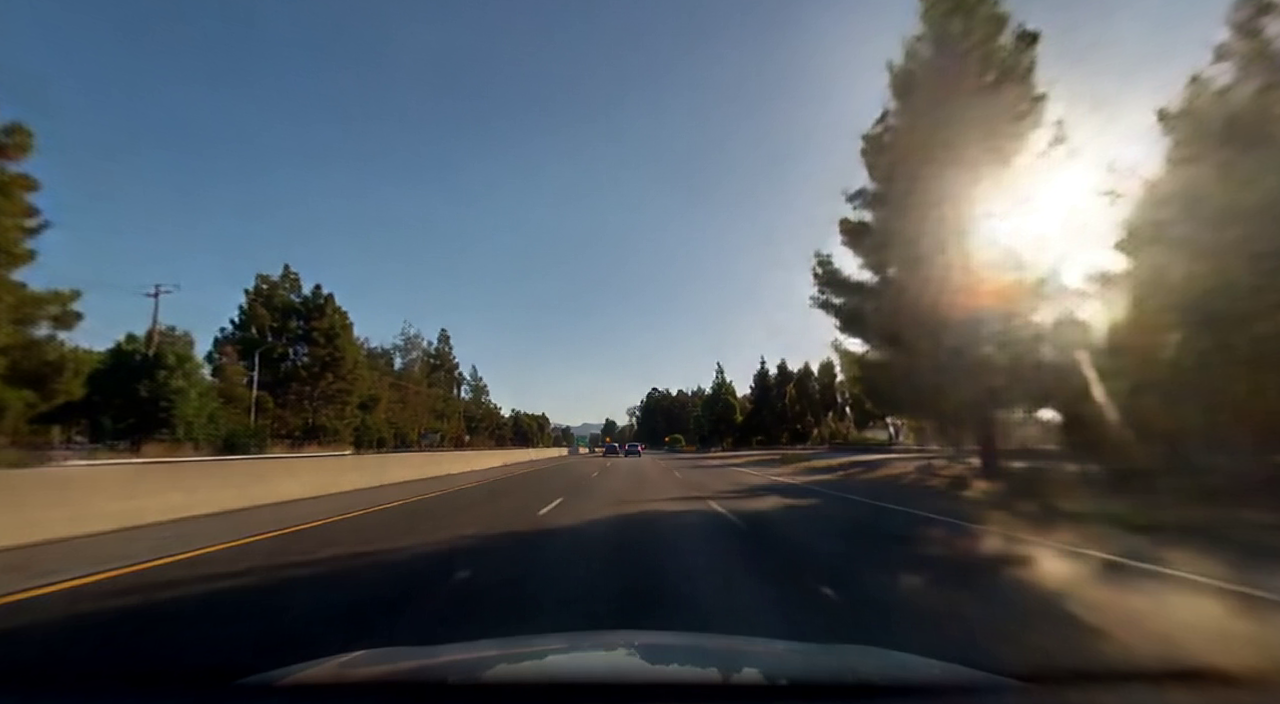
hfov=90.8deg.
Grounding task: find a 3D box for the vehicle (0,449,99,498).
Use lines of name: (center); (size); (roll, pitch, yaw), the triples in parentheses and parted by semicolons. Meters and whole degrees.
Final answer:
vehicle: (-21.245, 4.042, 21.219); (1.946, 1.512, 4.747); (0, -9, 0)
